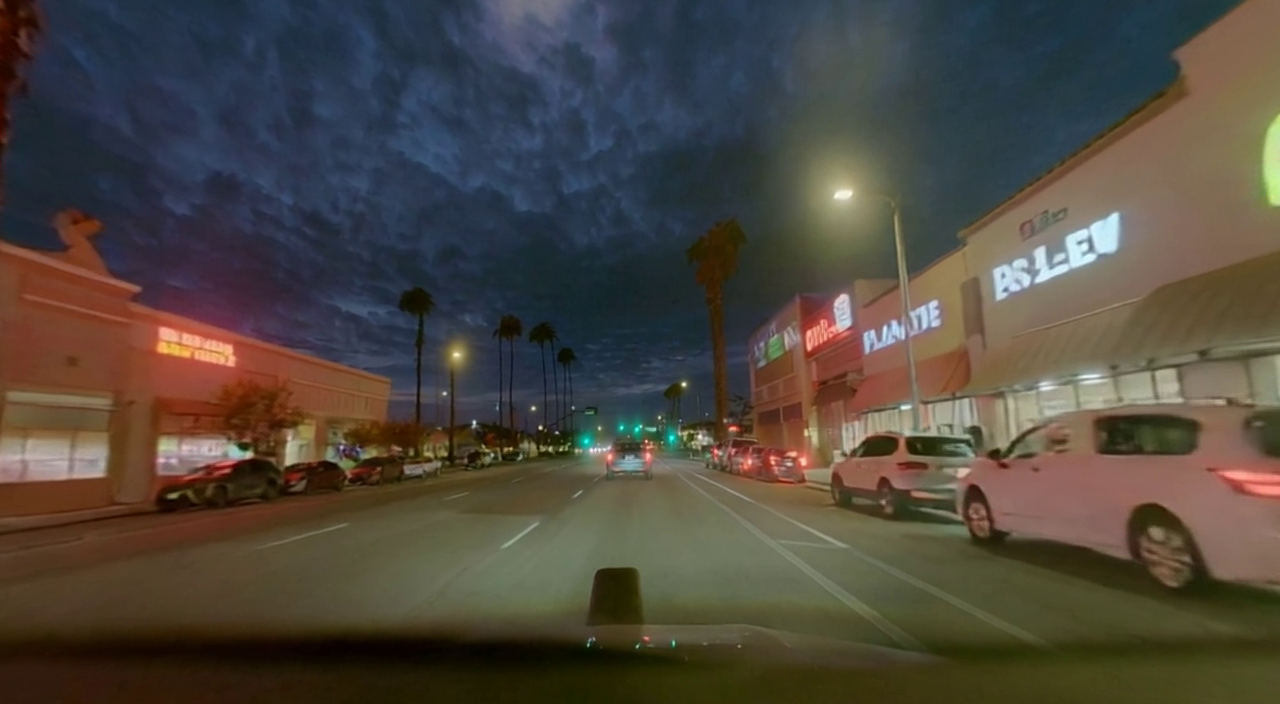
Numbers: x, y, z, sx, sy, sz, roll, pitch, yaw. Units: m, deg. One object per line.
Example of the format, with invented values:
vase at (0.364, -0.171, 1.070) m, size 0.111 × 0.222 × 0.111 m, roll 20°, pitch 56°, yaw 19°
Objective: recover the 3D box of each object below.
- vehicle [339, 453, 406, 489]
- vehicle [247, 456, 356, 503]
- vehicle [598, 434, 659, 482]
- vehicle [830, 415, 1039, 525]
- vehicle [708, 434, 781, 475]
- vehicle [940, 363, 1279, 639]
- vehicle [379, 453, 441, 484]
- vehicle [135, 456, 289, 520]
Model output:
vehicle at (-13.264, 5.903, 31.442) m, size 1.774 × 1.522 × 3.699 m, roll -3°, pitch -8°, yaw -1°
vehicle at (-13.070, 4.898, 24.649) m, size 1.804 × 1.441 × 4.534 m, roll -4°, pitch -8°, yaw 0°
vehicle at (-0.430, 4.208, 25.235) m, size 2.239 × 1.763 × 4.096 m, roll 0°, pitch -8°, yaw 0°
vehicle at (5.869, 2.409, 13.404) m, size 2.129 × 1.895 × 4.671 m, roll 0°, pitch -8°, yaw -1°
vehicle at (5.469, 5.458, 33.916) m, size 2.568 × 1.974 × 6.203 m, roll 0°, pitch -8°, yaw -3°
vehicle at (5.724, 1.361, 6.499) m, size 2.430 × 1.924 × 5.779 m, roll 0°, pitch -8°, yaw 0°
vehicle at (-13.326, 6.742, 36.771) m, size 1.914 × 1.489 × 4.523 m, roll -4°, pitch -8°, yaw 0°
vehicle at (-13.248, 4.178, 19.864) m, size 1.840 × 1.521 × 4.450 m, roll -5°, pitch -8°, yaw -1°
